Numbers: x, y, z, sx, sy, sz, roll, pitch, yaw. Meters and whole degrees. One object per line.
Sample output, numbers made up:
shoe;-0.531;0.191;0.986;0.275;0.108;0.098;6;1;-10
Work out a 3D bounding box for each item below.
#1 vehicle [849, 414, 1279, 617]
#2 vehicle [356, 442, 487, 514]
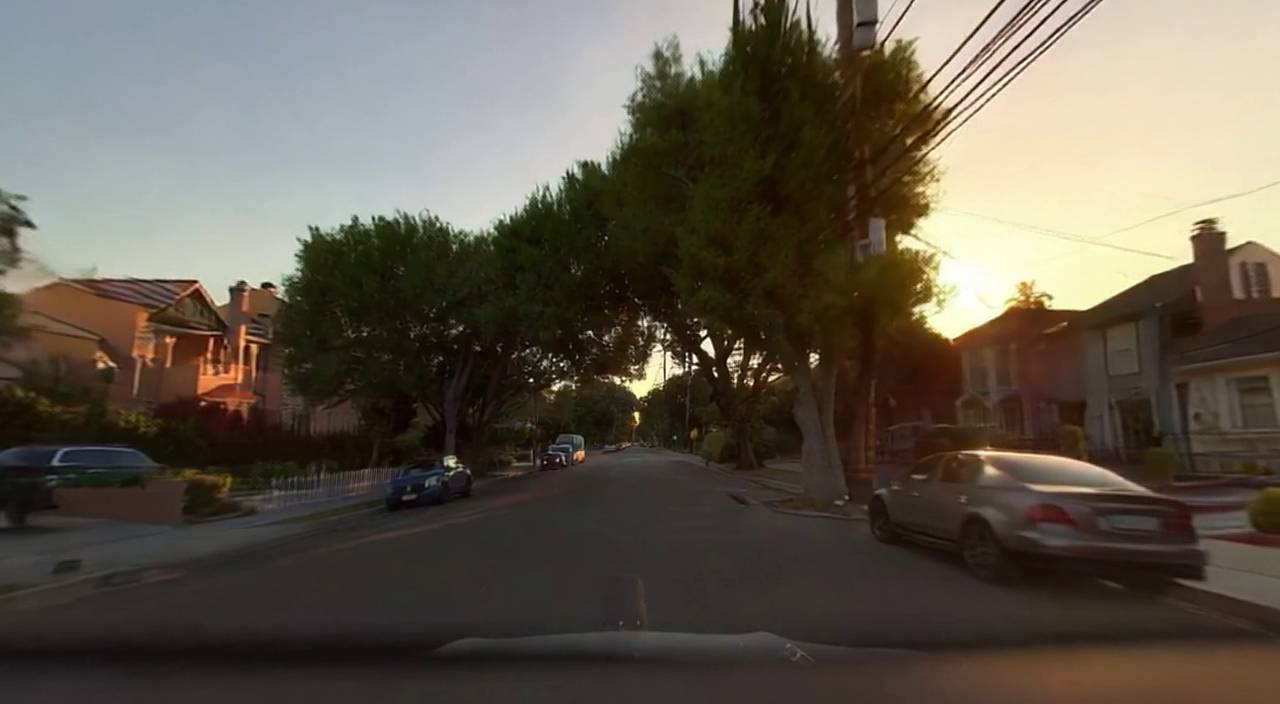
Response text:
vehicle;4.075;1.567;6.962;2.020;1.558;3.925;1;-9;-3
vehicle;-5.962;3.441;17.985;1.954;1.551;5.128;-3;-7;0
